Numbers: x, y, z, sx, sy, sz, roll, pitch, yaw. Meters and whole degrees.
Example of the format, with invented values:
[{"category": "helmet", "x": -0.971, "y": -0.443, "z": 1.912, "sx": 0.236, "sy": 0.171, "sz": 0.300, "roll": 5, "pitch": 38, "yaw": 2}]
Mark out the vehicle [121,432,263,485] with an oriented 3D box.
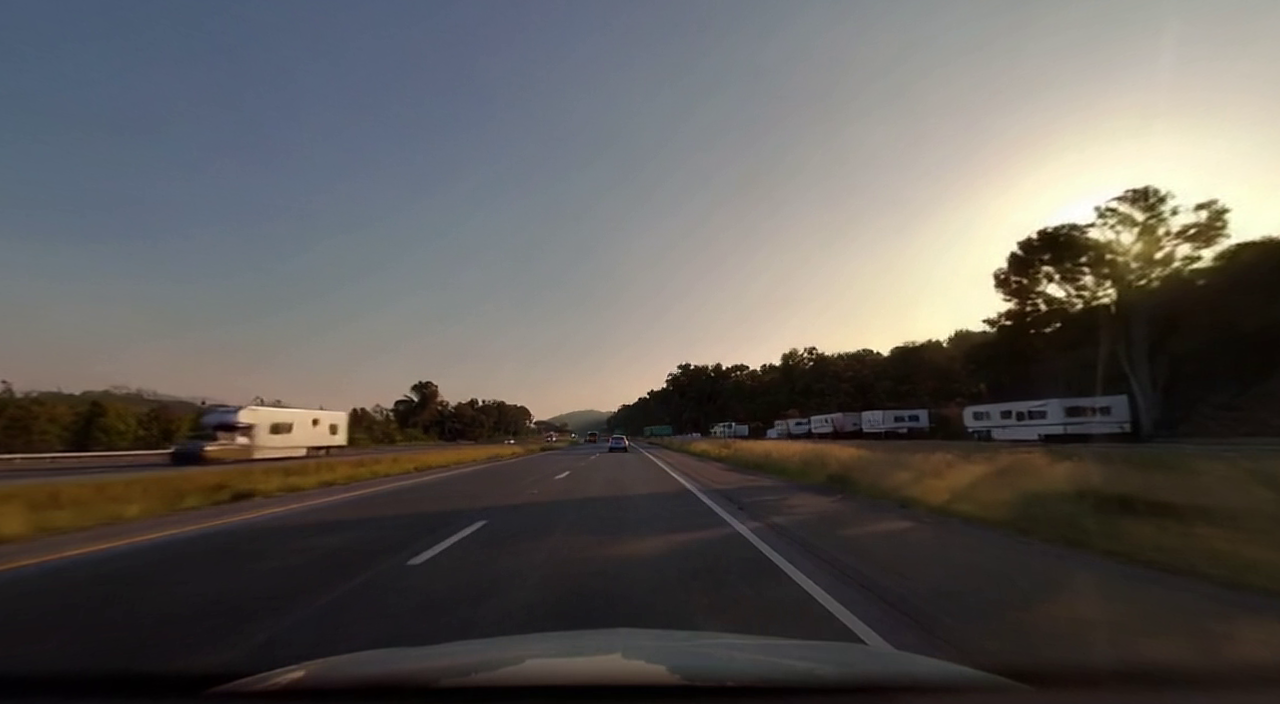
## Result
[{"category": "vehicle", "x": -17.619, "y": 4.165, "z": 25.130, "sx": 2.077, "sy": 1.896, "sz": 5.013, "roll": 0, "pitch": -8, "yaw": -1}]
